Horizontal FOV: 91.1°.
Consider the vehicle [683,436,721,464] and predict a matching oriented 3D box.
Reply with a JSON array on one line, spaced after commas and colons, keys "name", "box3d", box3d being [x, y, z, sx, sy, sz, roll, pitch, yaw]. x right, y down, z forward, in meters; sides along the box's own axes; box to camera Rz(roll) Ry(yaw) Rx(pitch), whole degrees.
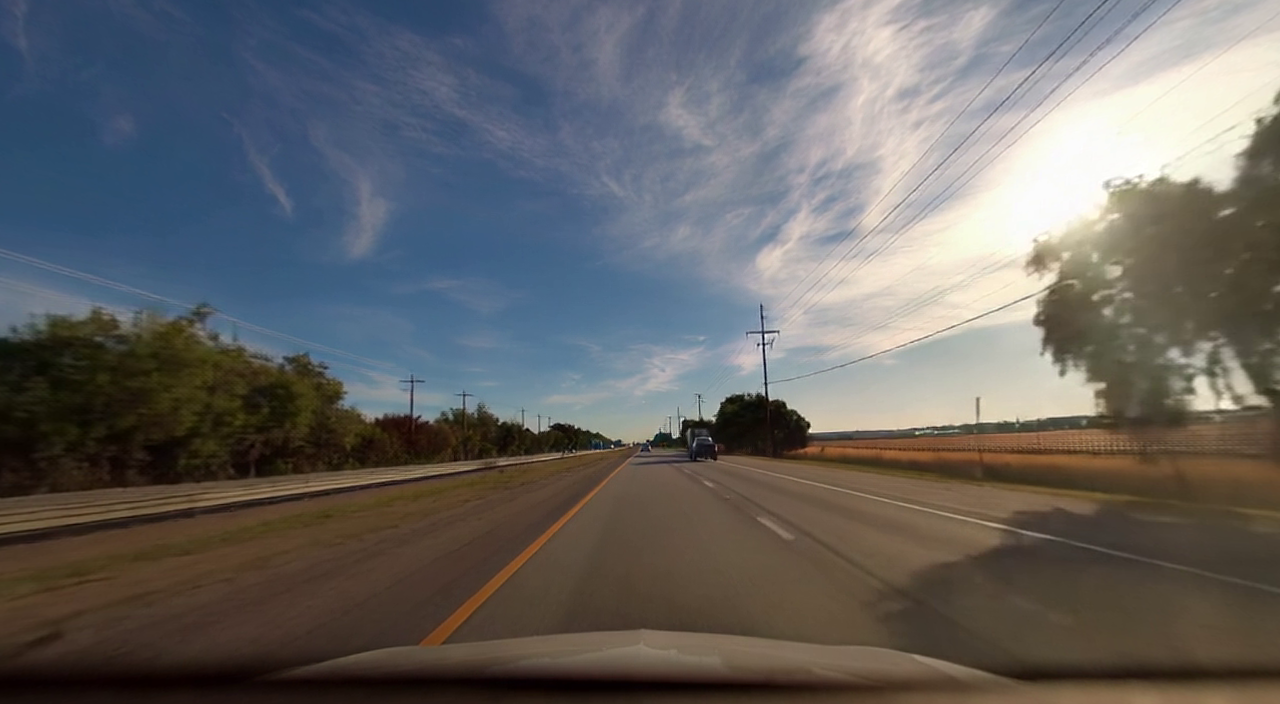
[{"name": "vehicle", "box3d": [4.444, 7.145, 45.869, 2.228, 1.852, 5.449, 0, -8, -1]}]
